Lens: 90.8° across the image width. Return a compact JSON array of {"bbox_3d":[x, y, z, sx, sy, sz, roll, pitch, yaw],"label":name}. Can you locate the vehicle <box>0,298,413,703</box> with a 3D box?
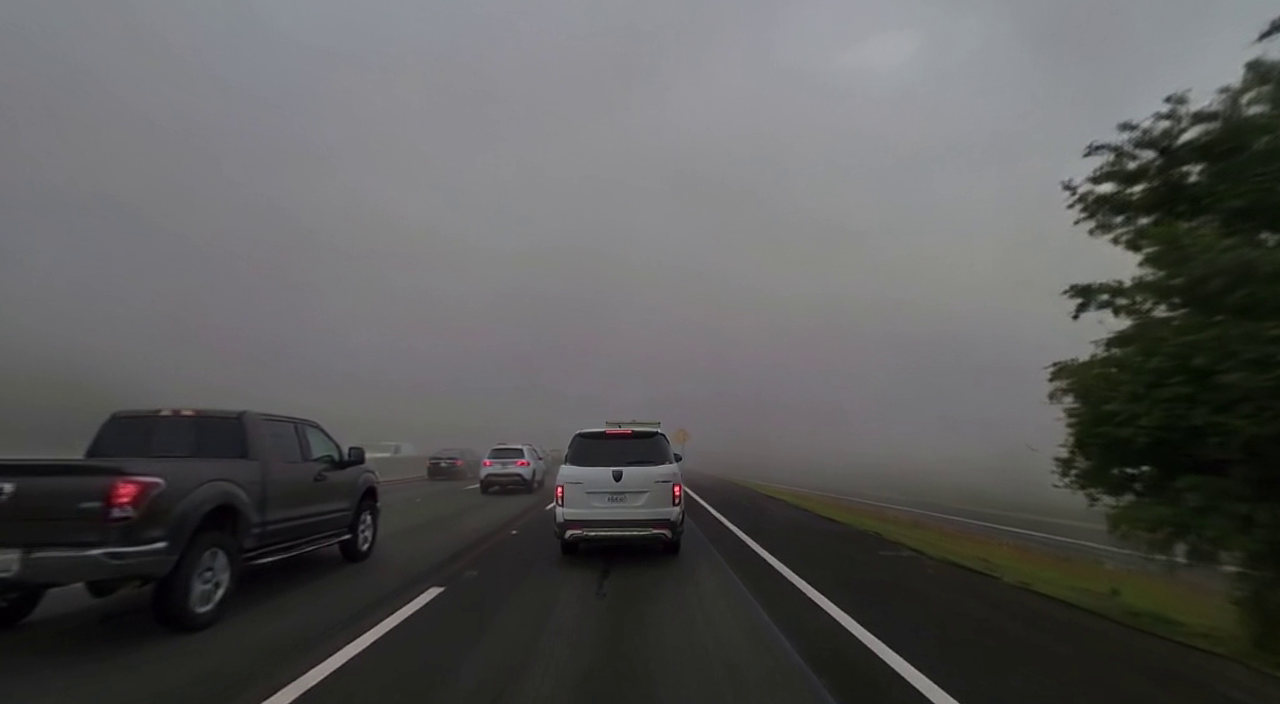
[{"bbox_3d":[-3.954,1.140,5.656,2.055,2.144,4.782,0,-9,0],"label":"vehicle"}]

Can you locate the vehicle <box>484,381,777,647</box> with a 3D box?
[{"bbox_3d":[-0.097,1.367,6.109,1.995,1.798,3.380,0,-9,-1],"label":"vehicle"}]
